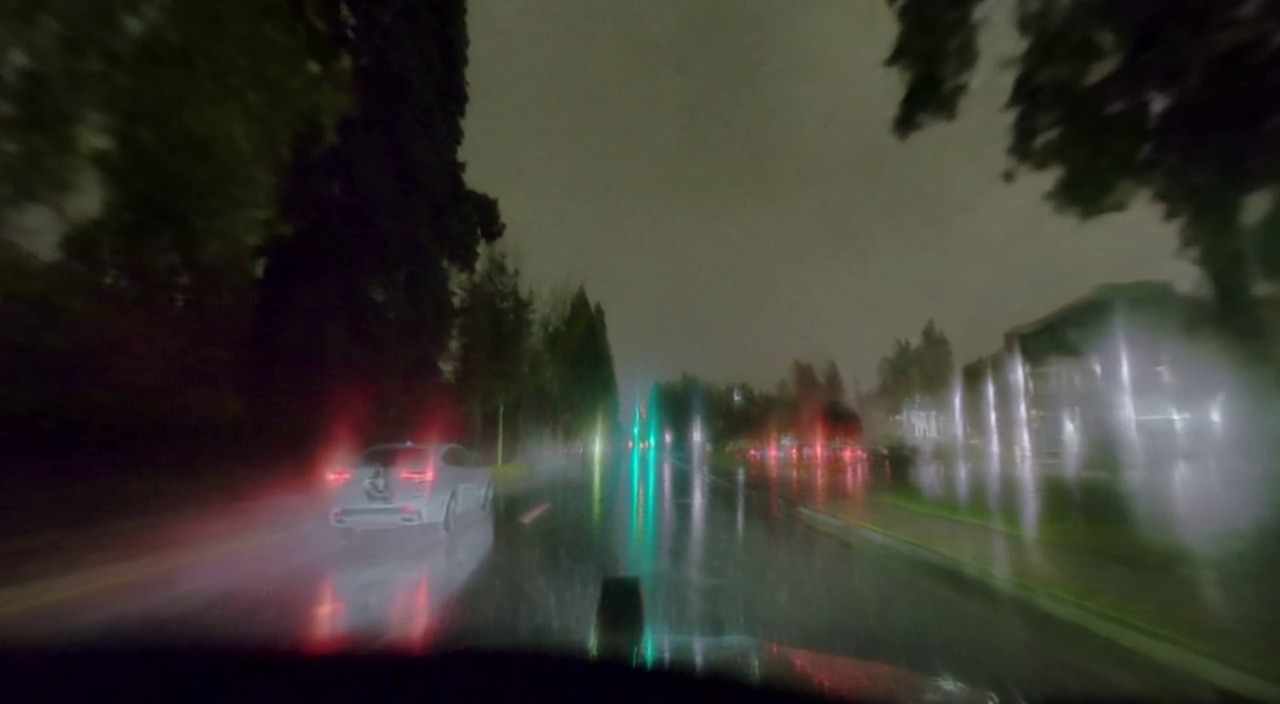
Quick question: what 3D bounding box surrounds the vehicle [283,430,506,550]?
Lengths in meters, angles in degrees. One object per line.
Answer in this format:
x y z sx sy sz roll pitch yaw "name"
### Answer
-3.653 2.108 10.318 2.030 1.550 3.925 0 -8 0 "vehicle"
